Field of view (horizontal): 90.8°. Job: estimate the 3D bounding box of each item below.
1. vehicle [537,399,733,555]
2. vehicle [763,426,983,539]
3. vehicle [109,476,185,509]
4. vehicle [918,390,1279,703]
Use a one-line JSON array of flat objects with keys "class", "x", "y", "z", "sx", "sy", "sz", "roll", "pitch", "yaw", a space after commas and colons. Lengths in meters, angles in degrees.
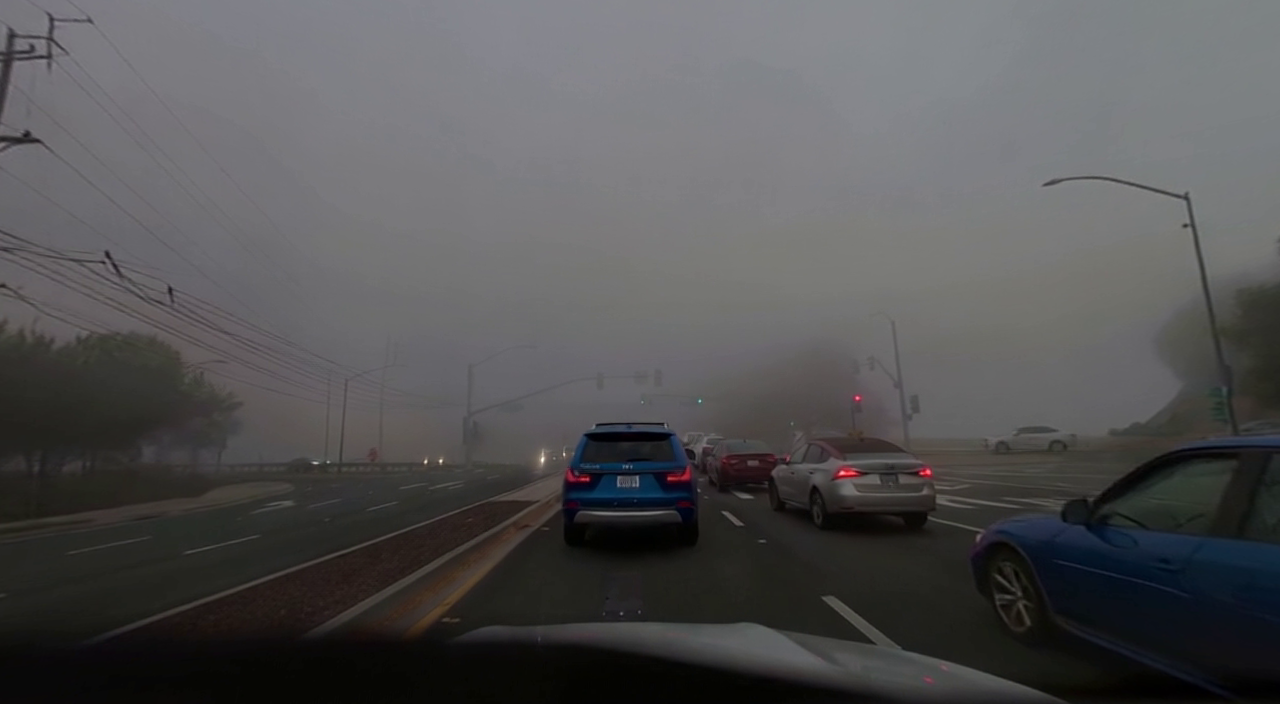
[{"class": "vehicle", "x": -0.121, "y": 1.788, "z": 9.651, "sx": 2.300, "sy": 1.821, "sz": 4.254, "roll": 0, "pitch": -9, "yaw": -2}, {"class": "vehicle", "x": 3.525, "y": 2.065, "z": 10.625, "sx": 1.952, "sy": 1.477, "sz": 4.417, "roll": 0, "pitch": -9, "yaw": -1}, {"class": "vehicle", "x": -26.230, "y": 7.424, "z": 33.560, "sx": 3.826, "sy": 1.522, "sz": 1.741, "roll": -6, "pitch": -10, "yaw": 29}, {"class": "vehicle", "x": 3.289, "y": 0.958, "z": 2.836, "sx": 1.984, "sy": 1.462, "sz": 4.513, "roll": 0, "pitch": -9, "yaw": 0}]
